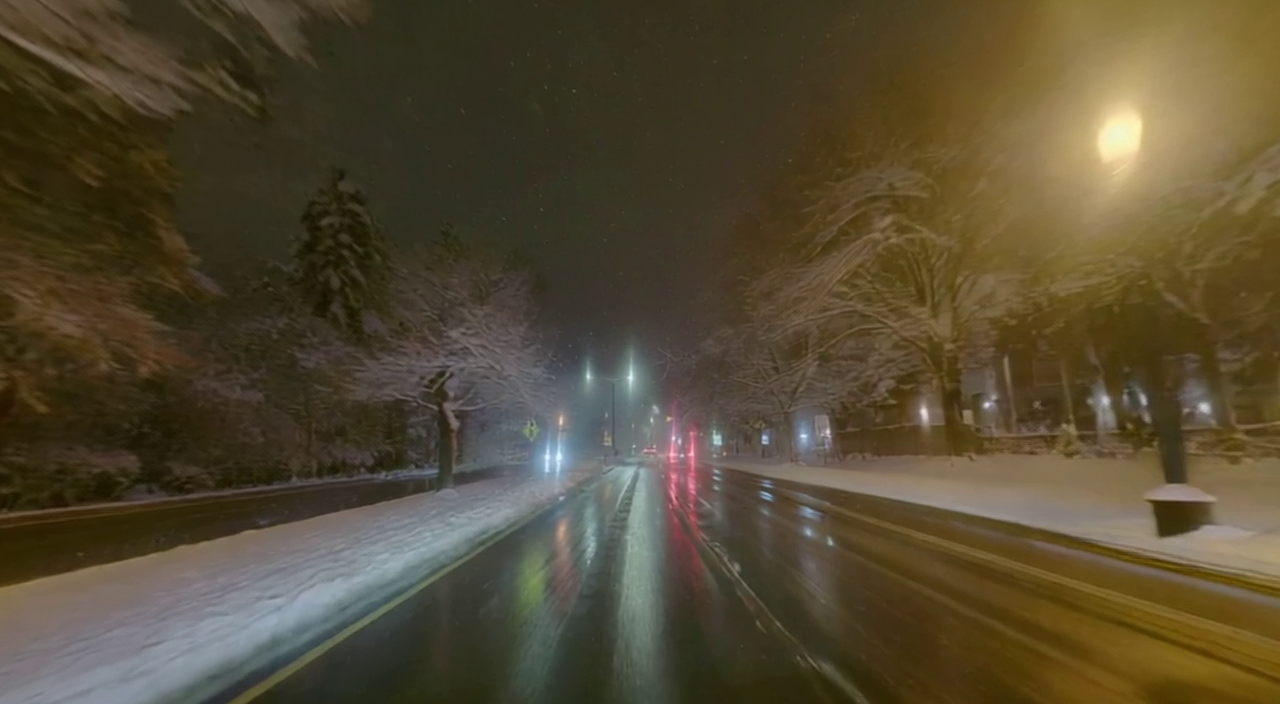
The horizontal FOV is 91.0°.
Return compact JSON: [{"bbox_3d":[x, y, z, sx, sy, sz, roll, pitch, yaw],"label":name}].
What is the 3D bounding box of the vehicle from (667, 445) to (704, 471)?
[{"bbox_3d":[2.905,6.870,41.067,2.044,1.537,4.528,0,-9,0],"label":"vehicle"}]
